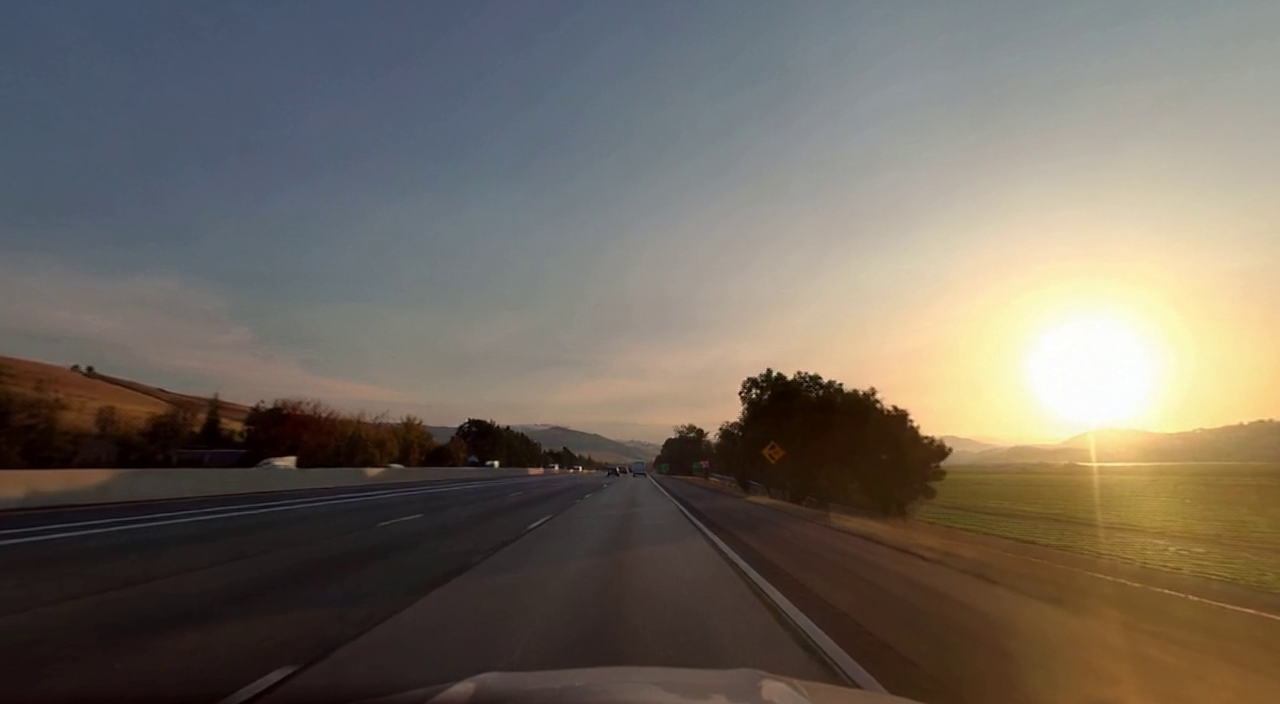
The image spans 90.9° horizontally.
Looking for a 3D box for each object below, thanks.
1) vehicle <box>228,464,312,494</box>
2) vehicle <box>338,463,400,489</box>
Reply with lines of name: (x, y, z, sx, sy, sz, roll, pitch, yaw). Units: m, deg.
vehicle: (-19.186, 6.608, 32.919, 1.829, 1.409, 4.202, 1, -11, 0)
vehicle: (-16.006, 7.351, 37.420, 1.869, 1.425, 4.143, 1, -11, -1)
